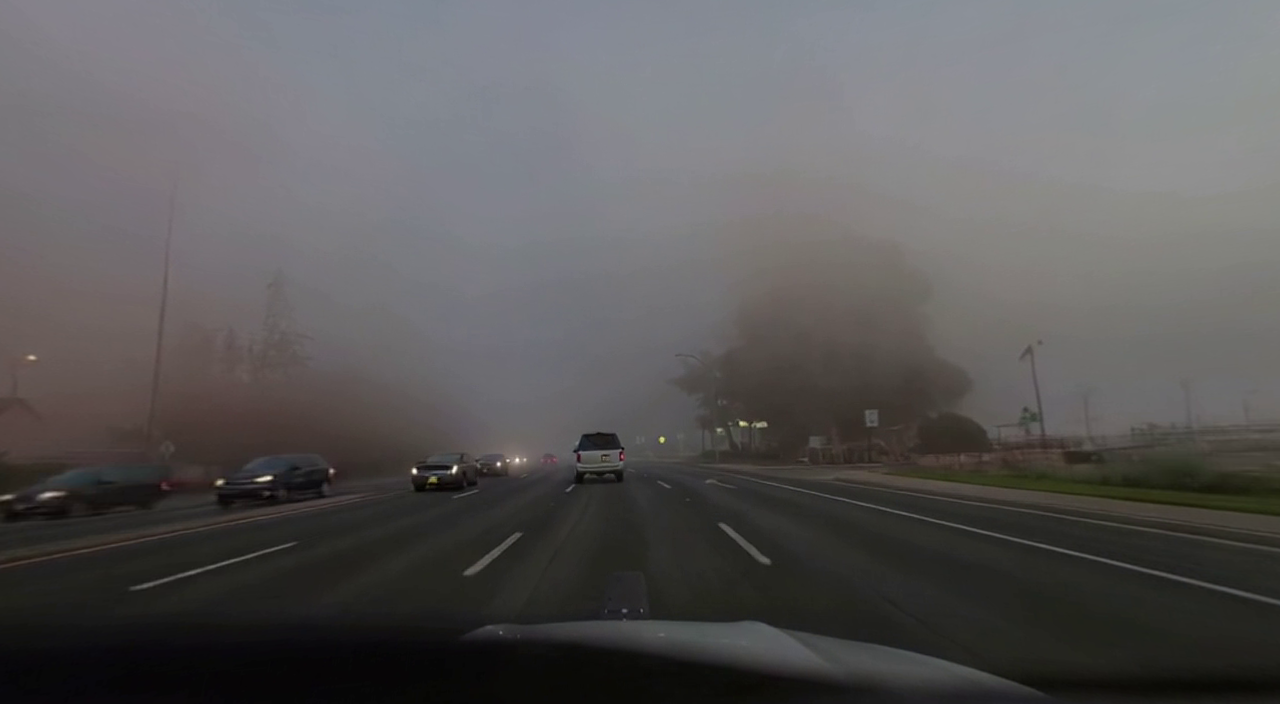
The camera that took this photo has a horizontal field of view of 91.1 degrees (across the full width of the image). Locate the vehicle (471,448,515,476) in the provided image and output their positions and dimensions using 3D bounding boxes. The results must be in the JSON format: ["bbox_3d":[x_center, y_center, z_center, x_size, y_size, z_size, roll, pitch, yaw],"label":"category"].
[{"bbox_3d":[-9.775,7.304,41.984,2.114,1.698,4.415,0,-9,-3],"label":"vehicle"}]

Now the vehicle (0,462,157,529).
[{"bbox_3d":[-15.669,3.814,17.149,1.971,1.518,3.772,0,-9,-2],"label":"vehicle"}]

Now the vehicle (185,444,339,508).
[{"bbox_3d":[-12.213,3.991,20.798,2.213,1.857,4.830,0,-9,-2],"label":"vehicle"}]

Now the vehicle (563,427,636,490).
[{"bbox_3d":[-1.704,4.114,24.668,2.507,2.161,6.049,1,-9,-6],"label":"vehicle"}]

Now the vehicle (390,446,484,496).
[{"bbox_3d":[-7.041,4.140,22.289,2.016,1.576,4.215,0,-9,-1],"label":"vehicle"}]
